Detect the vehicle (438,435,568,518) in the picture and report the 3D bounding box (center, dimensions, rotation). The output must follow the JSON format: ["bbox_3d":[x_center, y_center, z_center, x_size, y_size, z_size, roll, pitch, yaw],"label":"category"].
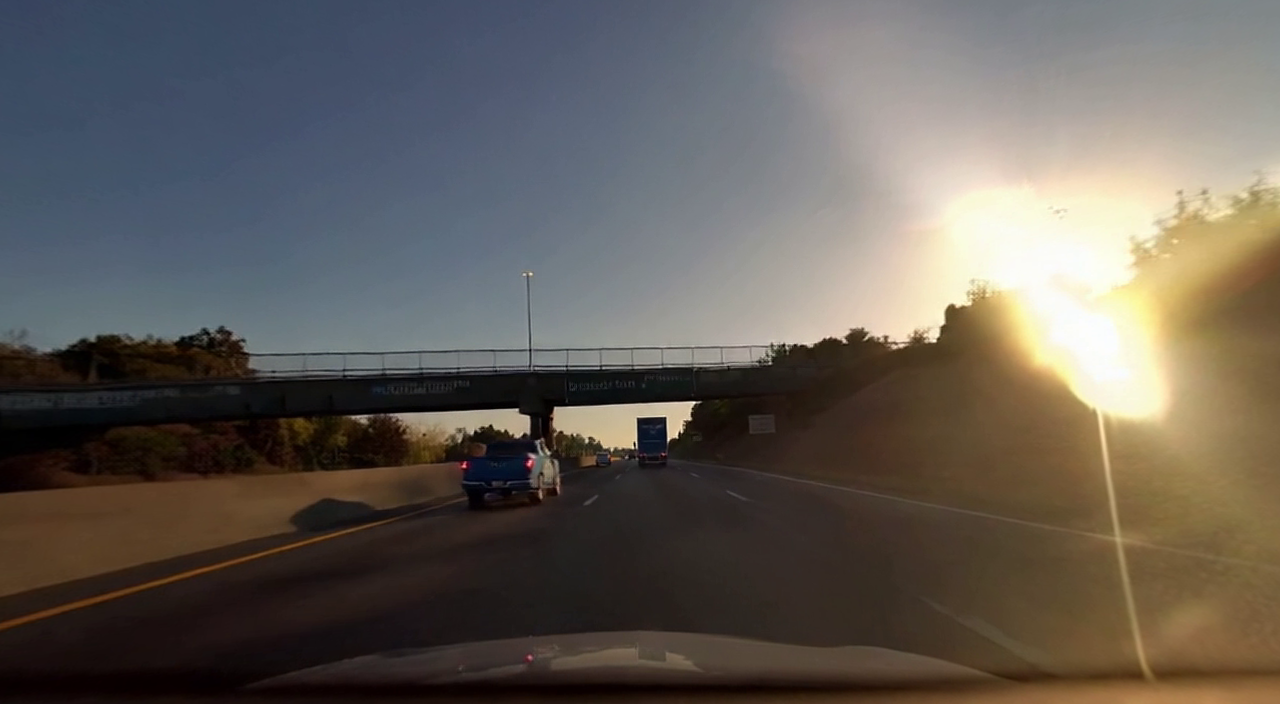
[{"bbox_3d":[-3.099,2.939,15.237,2.160,1.691,4.243,-1,-9,1],"label":"vehicle"}]
